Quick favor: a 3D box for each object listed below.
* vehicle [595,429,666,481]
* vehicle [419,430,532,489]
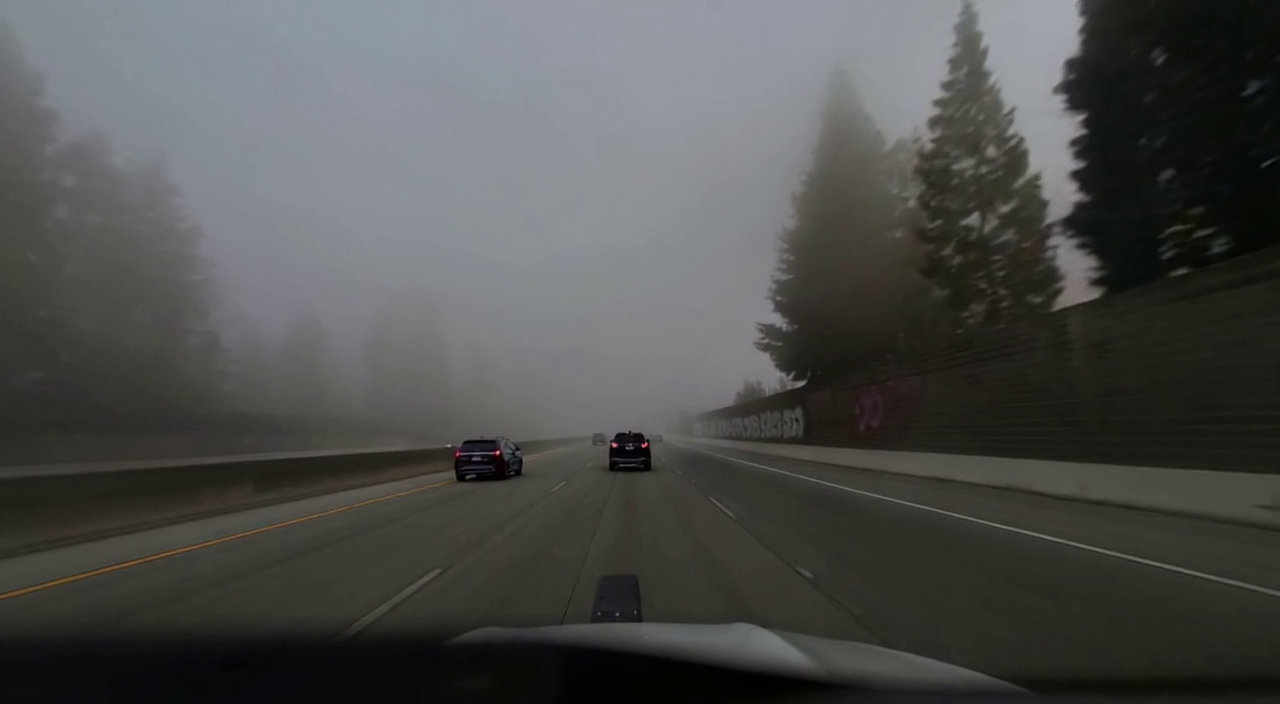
[{"bbox_3d":[-0.330,3.218,20.007,2.044,1.477,3.693,0,-8,-2],"label":"vehicle"},{"bbox_3d":[-4.475,2.979,17.910,2.022,1.440,4.491,0,-8,0],"label":"vehicle"}]
